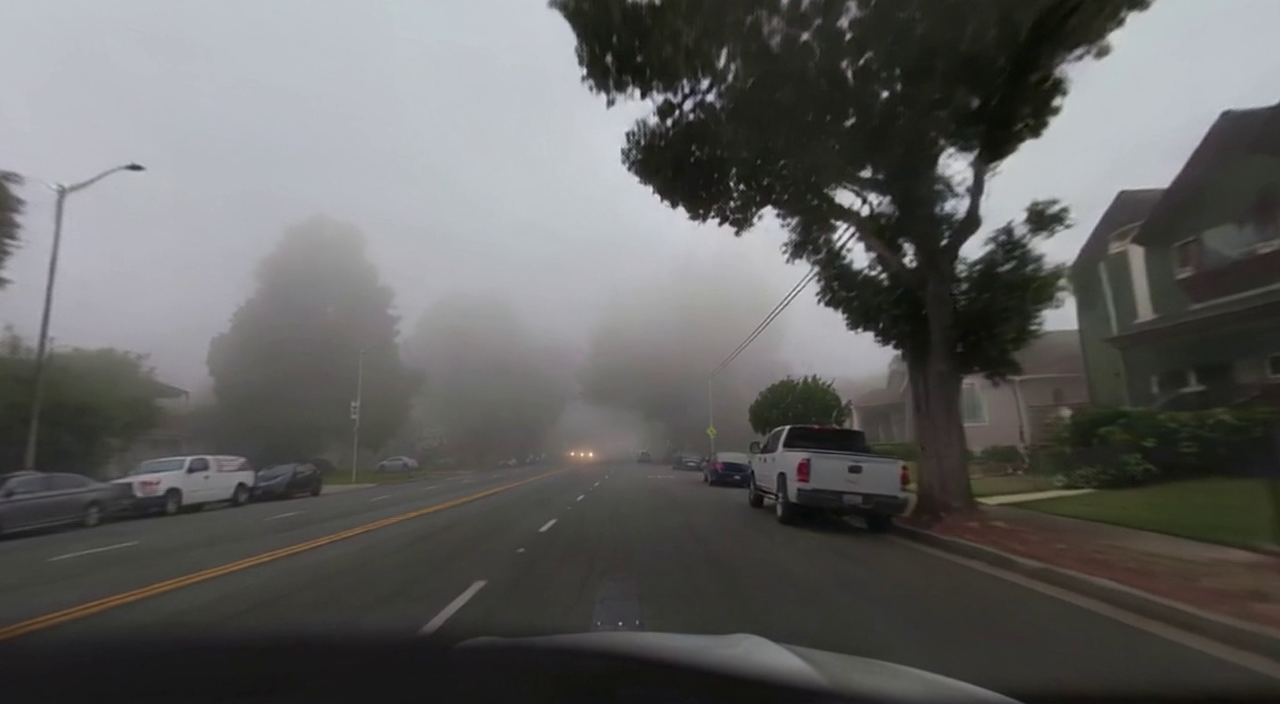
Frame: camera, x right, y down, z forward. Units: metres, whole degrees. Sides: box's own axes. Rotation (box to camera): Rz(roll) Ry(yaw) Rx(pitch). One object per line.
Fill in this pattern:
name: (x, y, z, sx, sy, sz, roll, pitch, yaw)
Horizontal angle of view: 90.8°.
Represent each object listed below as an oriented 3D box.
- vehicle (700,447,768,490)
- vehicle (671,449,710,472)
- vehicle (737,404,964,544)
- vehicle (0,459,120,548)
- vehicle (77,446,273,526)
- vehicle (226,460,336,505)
vehicle: (3.476, 4.404, 24.200, 2.009, 1.468, 4.414, 0, -9, 1)
vehicle: (3.349, 7.319, 42.837, 2.158, 1.477, 5.135, 0, -9, 0)
vehicle: (3.573, 2.264, 12.451, 2.327, 2.026, 6.259, 0, -9, 0)
vehicle: (-13.879, 3.225, 13.641, 1.772, 1.736, 4.020, 0, -9, 1)
vehicle: (-13.989, 4.014, 19.589, 2.213, 1.903, 5.326, -5, -9, -2)
vehicle: (-13.916, 5.065, 24.827, 1.798, 1.486, 4.353, 0, -9, -1)
